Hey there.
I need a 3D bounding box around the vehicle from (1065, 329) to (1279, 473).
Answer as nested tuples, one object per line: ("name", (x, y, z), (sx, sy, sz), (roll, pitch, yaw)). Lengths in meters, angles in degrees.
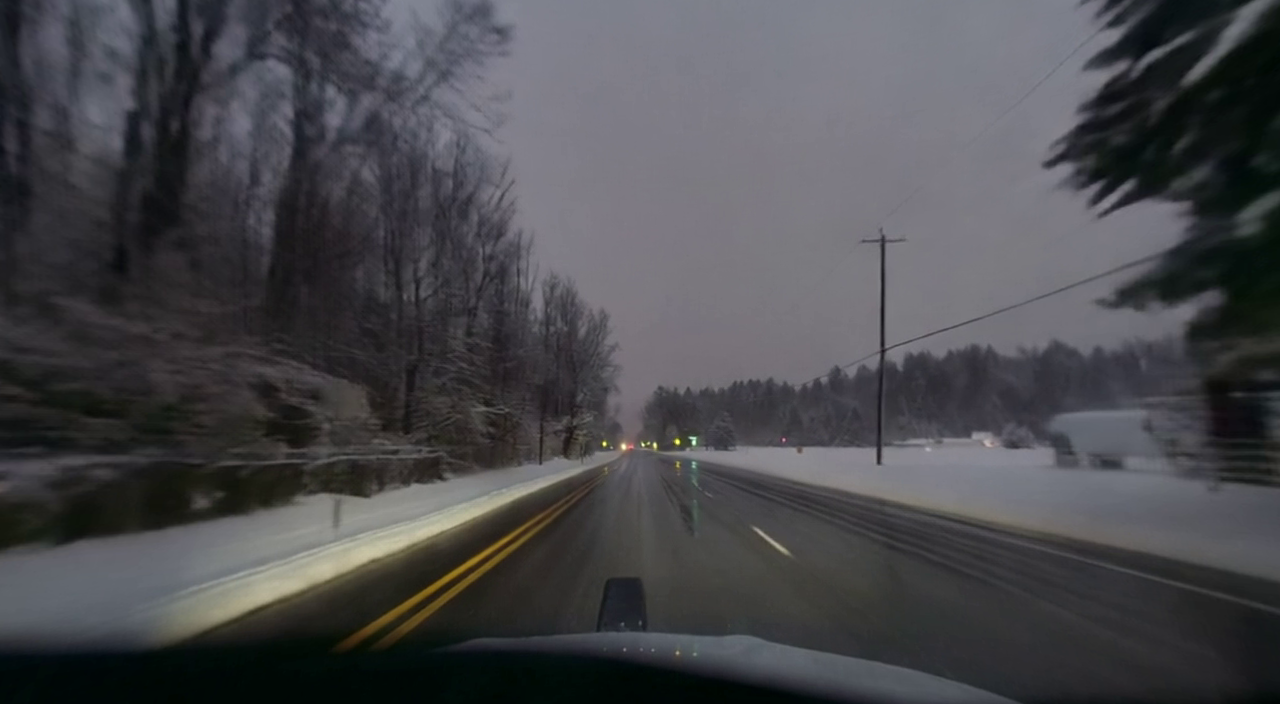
("vehicle", (17.085, 1.651, 18.305), (2.826, 3.500, 9.295), (0, -9, 0))
